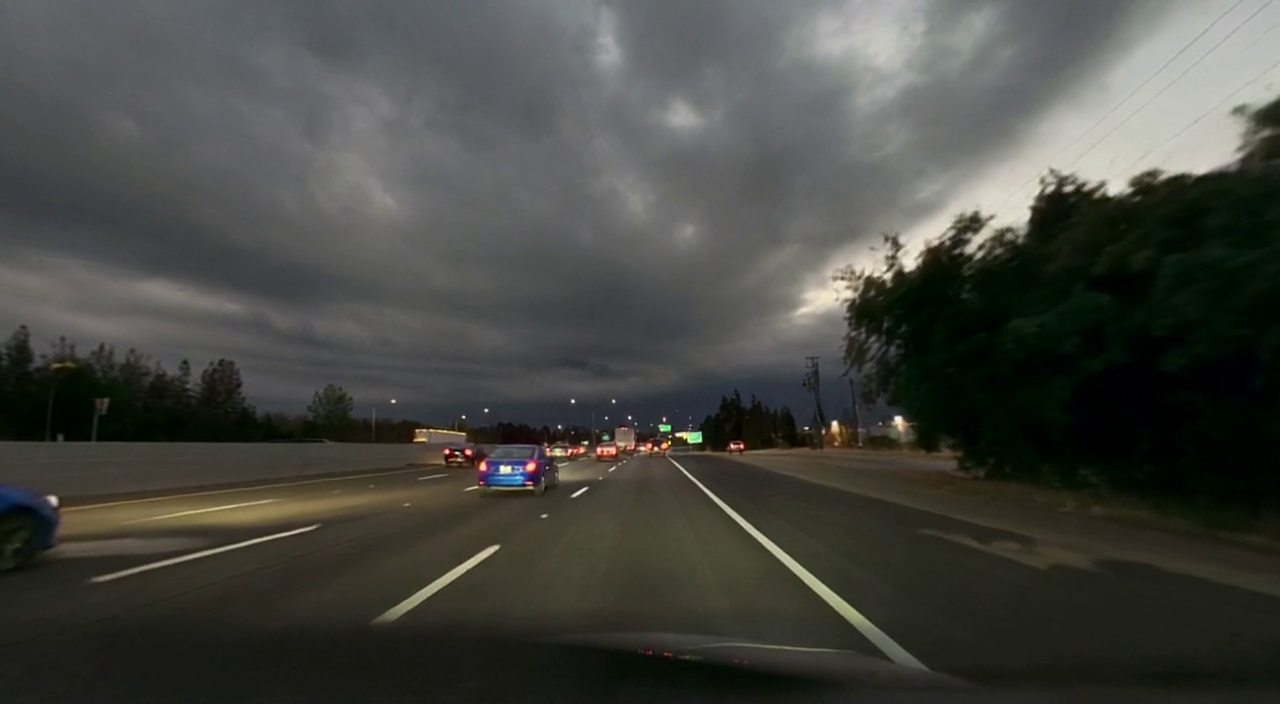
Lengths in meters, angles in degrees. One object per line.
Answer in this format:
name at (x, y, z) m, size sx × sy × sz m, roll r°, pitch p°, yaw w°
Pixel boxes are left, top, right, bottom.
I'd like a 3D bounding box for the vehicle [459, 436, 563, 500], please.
vehicle at (-3.291, 3.039, 16.897) m, size 1.953 × 1.511 × 3.704 m, roll 0°, pitch -8°, yaw 1°
